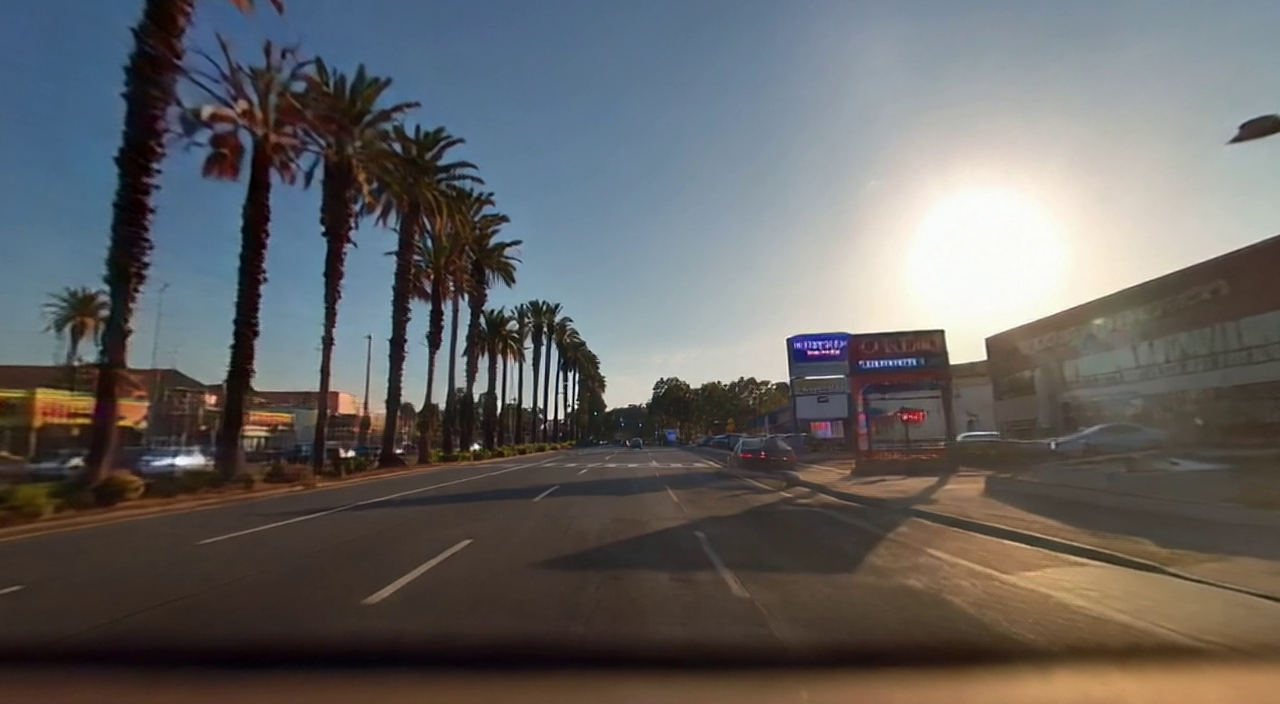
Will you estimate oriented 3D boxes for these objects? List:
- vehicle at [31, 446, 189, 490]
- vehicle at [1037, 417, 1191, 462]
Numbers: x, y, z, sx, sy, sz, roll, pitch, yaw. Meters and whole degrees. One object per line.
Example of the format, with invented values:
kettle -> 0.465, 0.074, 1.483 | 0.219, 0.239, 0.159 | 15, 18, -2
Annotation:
vehicle -> -19.679, 4.288, 23.824 | 1.919, 1.476, 4.738 | 0, -9, -1
vehicle -> 19.330, 3.599, 25.924 | 4.552, 1.649, 2.187 | -1, -9, -3
